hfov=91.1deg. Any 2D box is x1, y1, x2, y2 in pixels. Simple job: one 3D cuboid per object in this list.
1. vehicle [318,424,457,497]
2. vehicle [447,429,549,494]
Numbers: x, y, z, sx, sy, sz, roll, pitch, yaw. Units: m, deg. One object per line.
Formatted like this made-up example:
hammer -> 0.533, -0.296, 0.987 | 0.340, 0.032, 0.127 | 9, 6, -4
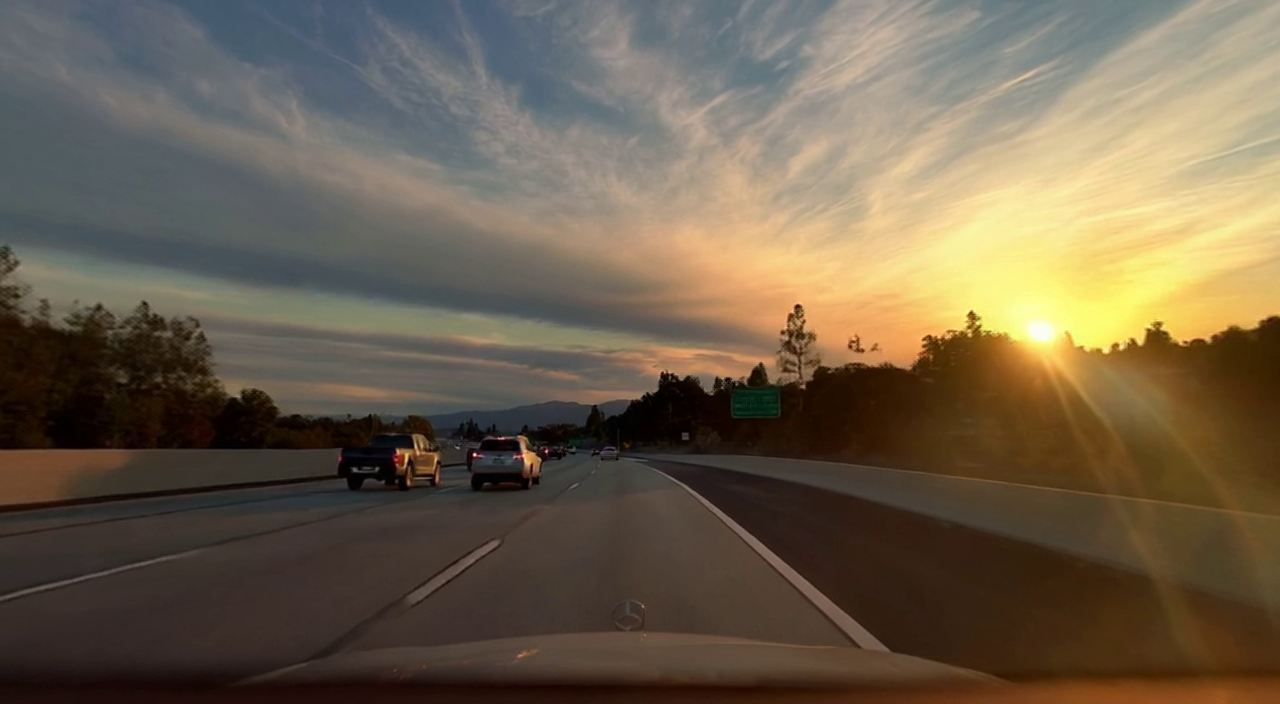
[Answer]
vehicle -> -7.598, 3.314, 19.625 | 2.160, 1.949, 5.293 | 0, -8, 0
vehicle -> -4.302, 3.410, 19.945 | 2.142, 1.789, 5.009 | 0, -8, -1
